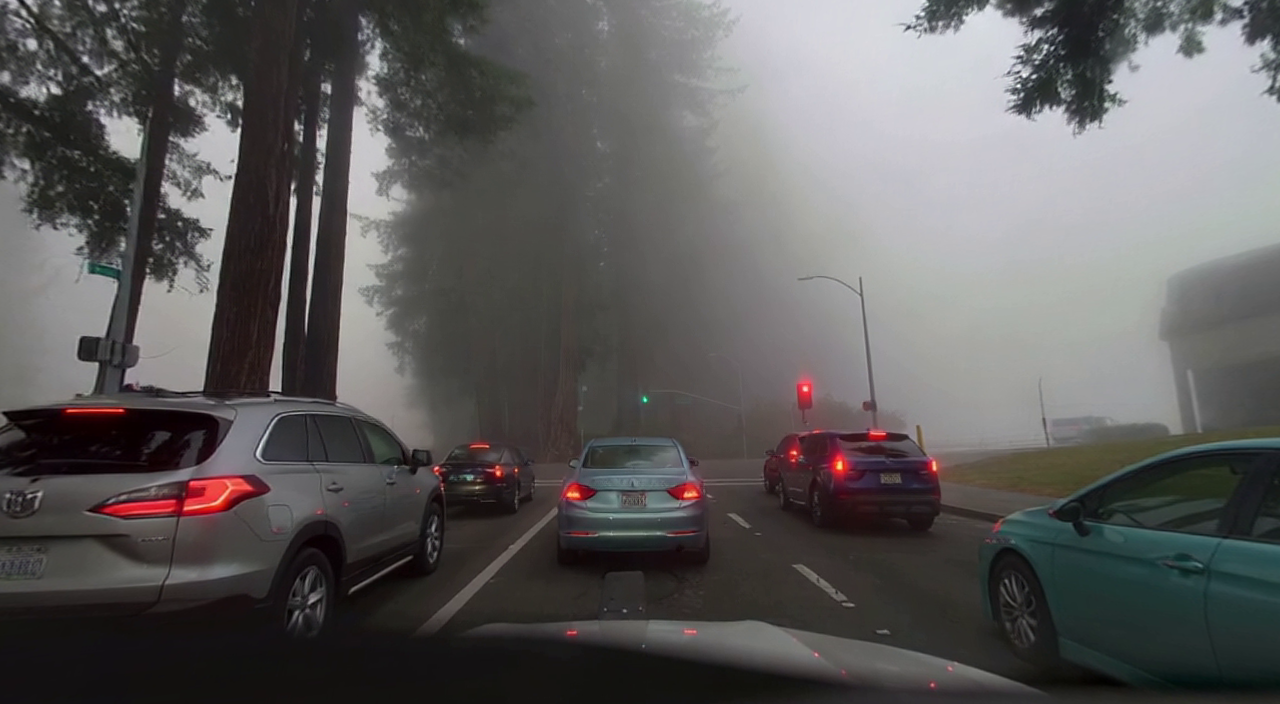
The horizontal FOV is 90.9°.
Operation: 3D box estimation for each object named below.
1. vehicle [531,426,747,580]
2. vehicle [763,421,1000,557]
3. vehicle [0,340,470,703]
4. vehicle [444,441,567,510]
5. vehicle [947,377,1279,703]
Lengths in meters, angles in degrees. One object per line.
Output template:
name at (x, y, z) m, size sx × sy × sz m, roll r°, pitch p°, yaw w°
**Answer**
vehicle at (-0.033, 1.802, 8.324) m, size 2.147 × 1.507 × 3.953 m, roll 0°, pitch -8°, yaw -1°
vehicle at (3.411, 2.019, 10.019) m, size 2.040 × 1.647 × 4.379 m, roll 0°, pitch -9°, yaw 0°
vehicle at (-3.145, 1.163, 5.052) m, size 2.168 × 1.750 × 4.625 m, roll -1°, pitch -9°, yaw 1°
vehicle at (-3.060, 2.902, 15.312) m, size 1.975 × 1.420 × 4.196 m, roll -1°, pitch -9°, yaw 1°
vehicle at (3.322, 0.962, 2.822) m, size 1.899 × 1.588 × 3.888 m, roll 0°, pitch -8°, yaw 0°
